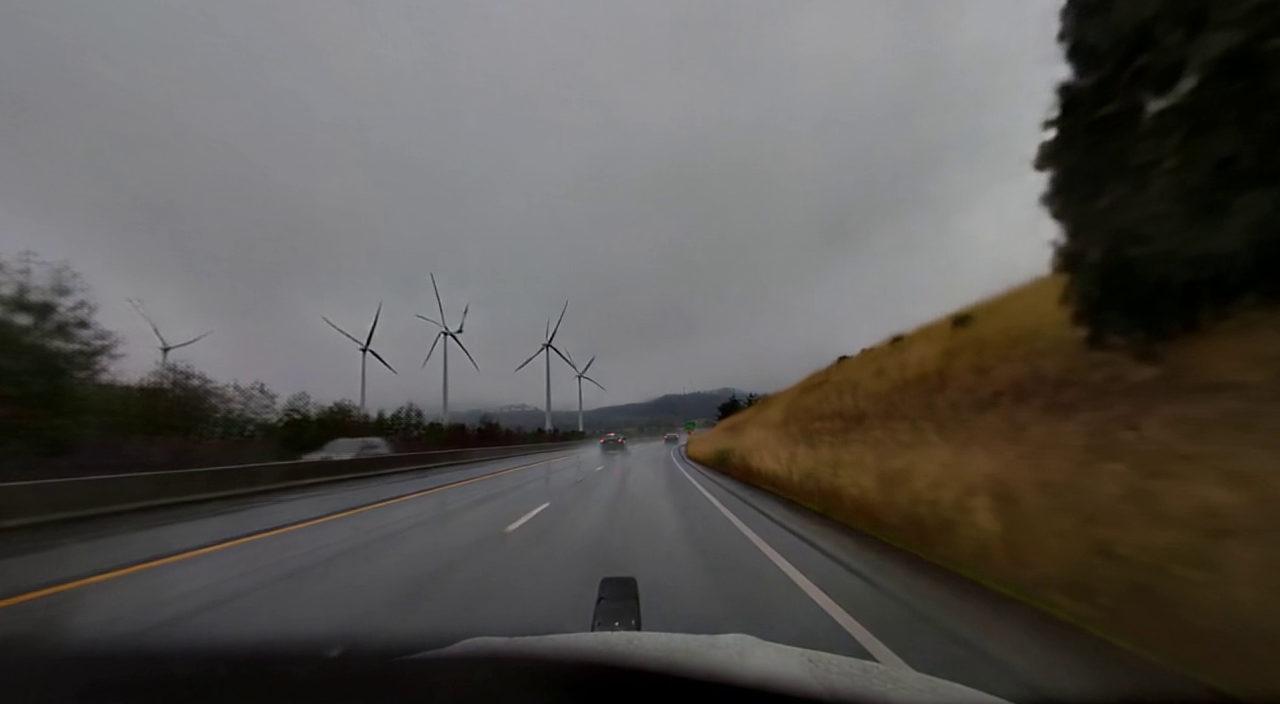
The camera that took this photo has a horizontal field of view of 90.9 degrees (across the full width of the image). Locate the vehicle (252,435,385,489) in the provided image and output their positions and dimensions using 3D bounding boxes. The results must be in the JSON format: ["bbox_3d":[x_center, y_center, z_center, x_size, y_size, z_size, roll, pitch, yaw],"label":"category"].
[{"bbox_3d":[-9.491,3.238,19.016,1.850,1.450,3.951,0,-8,1],"label":"vehicle"}]

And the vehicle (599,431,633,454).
[{"bbox_3d":[-1.729,6.711,46.867,2.123,1.629,4.180,0,-8,3],"label":"vehicle"}]
